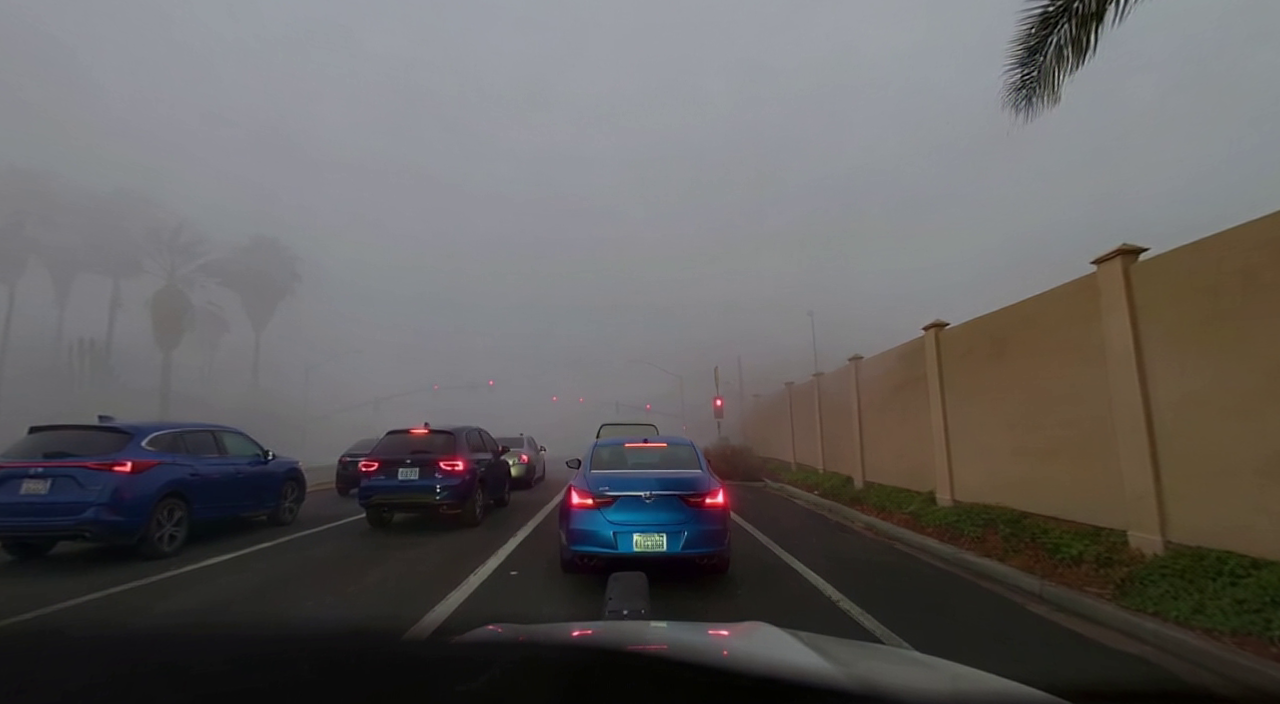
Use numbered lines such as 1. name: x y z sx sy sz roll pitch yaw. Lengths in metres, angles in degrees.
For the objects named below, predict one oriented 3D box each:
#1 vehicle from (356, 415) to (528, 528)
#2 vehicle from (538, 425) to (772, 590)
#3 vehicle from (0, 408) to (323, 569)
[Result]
1. vehicle: -3.462 2.183 11.985 2.007 1.746 4.136 0 -8 -1
2. vehicle: 0.064 1.736 7.951 2.128 1.473 4.272 0 -8 -2
3. vehicle: -6.681 1.808 9.109 1.963 1.721 4.467 0 -8 -2
